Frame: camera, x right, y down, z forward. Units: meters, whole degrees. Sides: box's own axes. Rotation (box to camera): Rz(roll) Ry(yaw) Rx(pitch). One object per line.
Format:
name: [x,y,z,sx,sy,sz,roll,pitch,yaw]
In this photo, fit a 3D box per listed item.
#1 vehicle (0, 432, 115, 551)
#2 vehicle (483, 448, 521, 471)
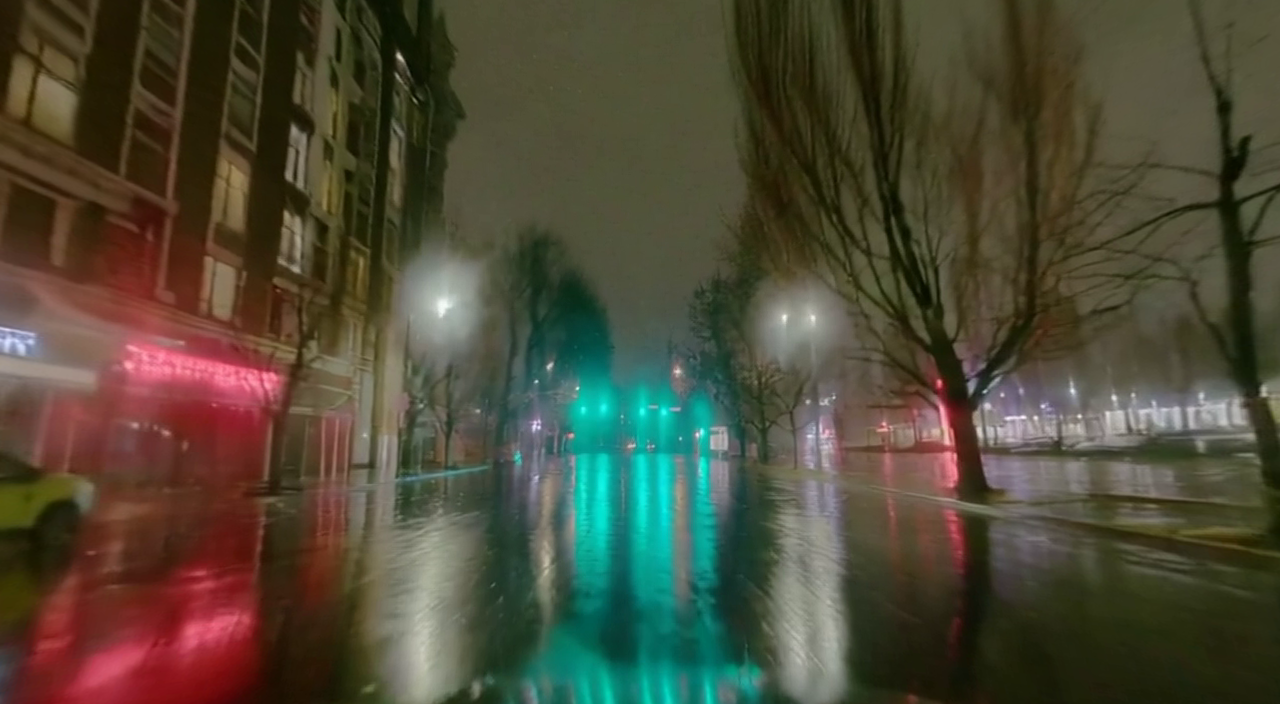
vehicle: [-10.825,2.130,9.347,2.060,1.796,4.675,-1,-7,0]
vehicle: [-10.388,8.103,47.763,1.846,1.447,4.264,-1,-6,2]
